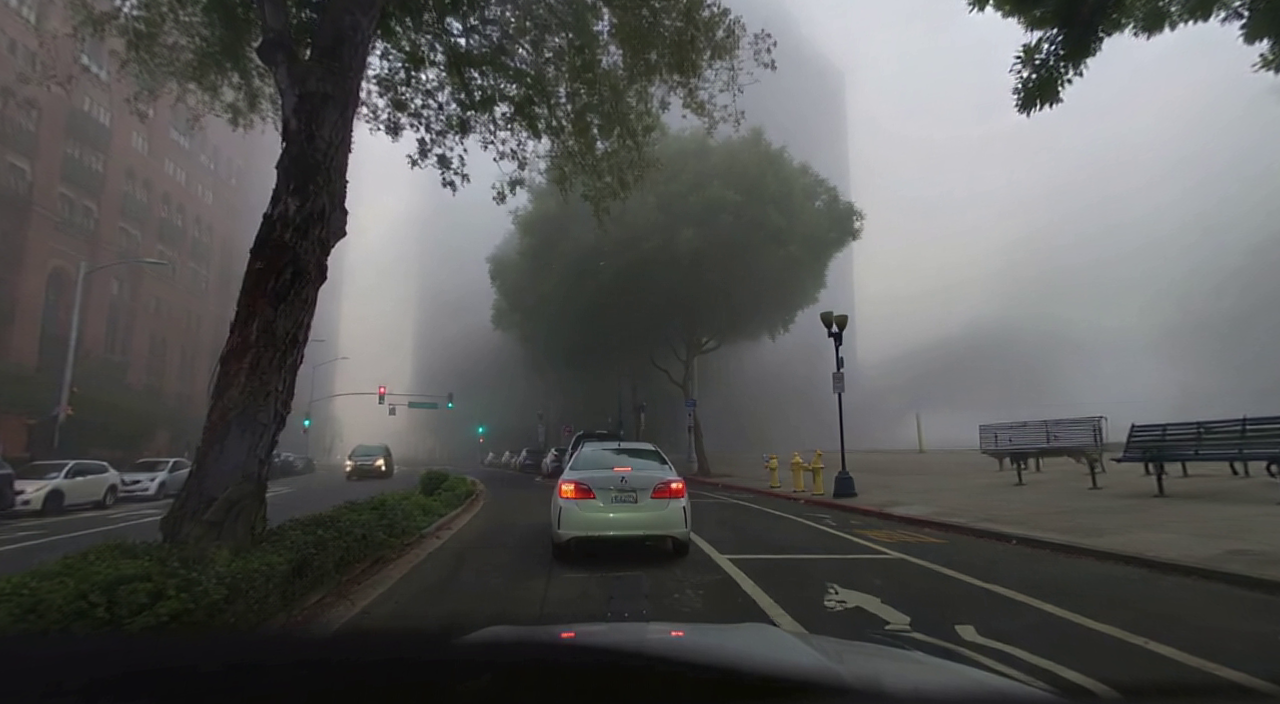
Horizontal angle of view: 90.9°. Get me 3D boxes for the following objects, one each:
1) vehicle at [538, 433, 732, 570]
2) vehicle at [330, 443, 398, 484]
[{"bbox_3d":[-0.241,1.944,9.036,2.142,1.475,4.051,1,-8,-6],"label":"vehicle"},{"bbox_3d":[-12.792,5.153,29.531,2.179,1.698,4.549,2,-9,-15],"label":"vehicle"}]
